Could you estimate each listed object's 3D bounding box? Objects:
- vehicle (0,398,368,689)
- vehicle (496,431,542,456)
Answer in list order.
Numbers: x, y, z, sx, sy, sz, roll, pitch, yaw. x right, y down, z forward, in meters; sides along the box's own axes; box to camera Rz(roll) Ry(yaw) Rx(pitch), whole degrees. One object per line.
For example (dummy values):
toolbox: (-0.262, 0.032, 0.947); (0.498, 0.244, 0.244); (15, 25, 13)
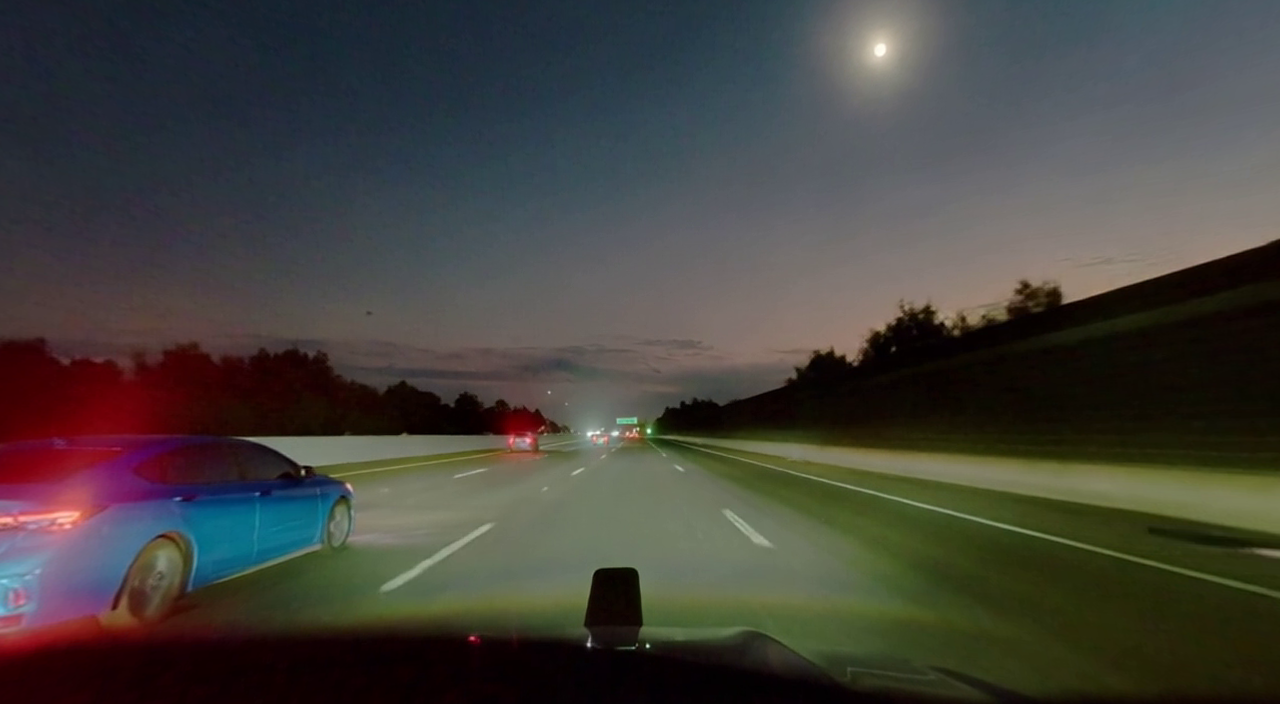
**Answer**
vehicle: (-4.219, 1.255, 5.278); (2.079, 1.500, 3.881); (0, -8, 1)
vehicle: (-8.004, 6.107, 42.093); (2.053, 1.582, 4.878); (0, -8, 1)
